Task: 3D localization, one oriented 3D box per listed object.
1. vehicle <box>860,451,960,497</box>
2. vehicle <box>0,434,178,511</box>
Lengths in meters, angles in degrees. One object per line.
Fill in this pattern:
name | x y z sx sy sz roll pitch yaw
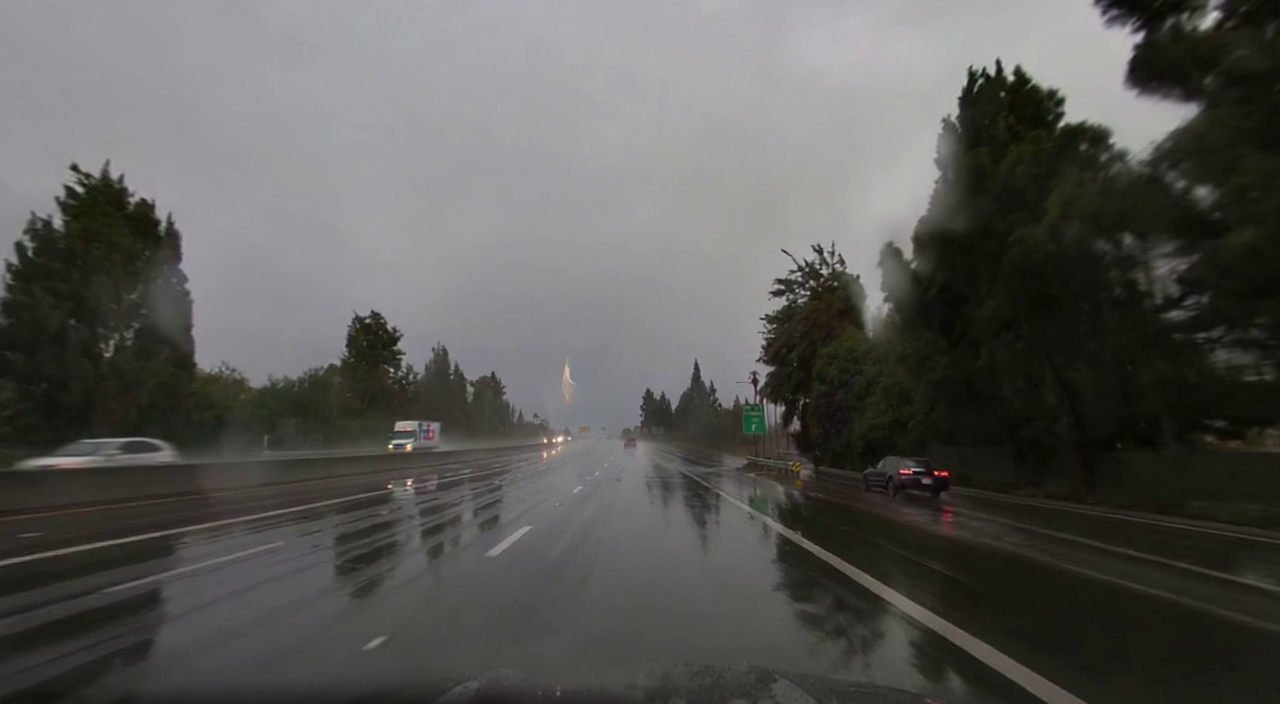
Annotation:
vehicle | 9.997 4.515 23.723 2.037 1.487 4.962 1 -9 6
vehicle | -13.350 2.658 14.389 2.027 1.464 4.568 0 -8 0
